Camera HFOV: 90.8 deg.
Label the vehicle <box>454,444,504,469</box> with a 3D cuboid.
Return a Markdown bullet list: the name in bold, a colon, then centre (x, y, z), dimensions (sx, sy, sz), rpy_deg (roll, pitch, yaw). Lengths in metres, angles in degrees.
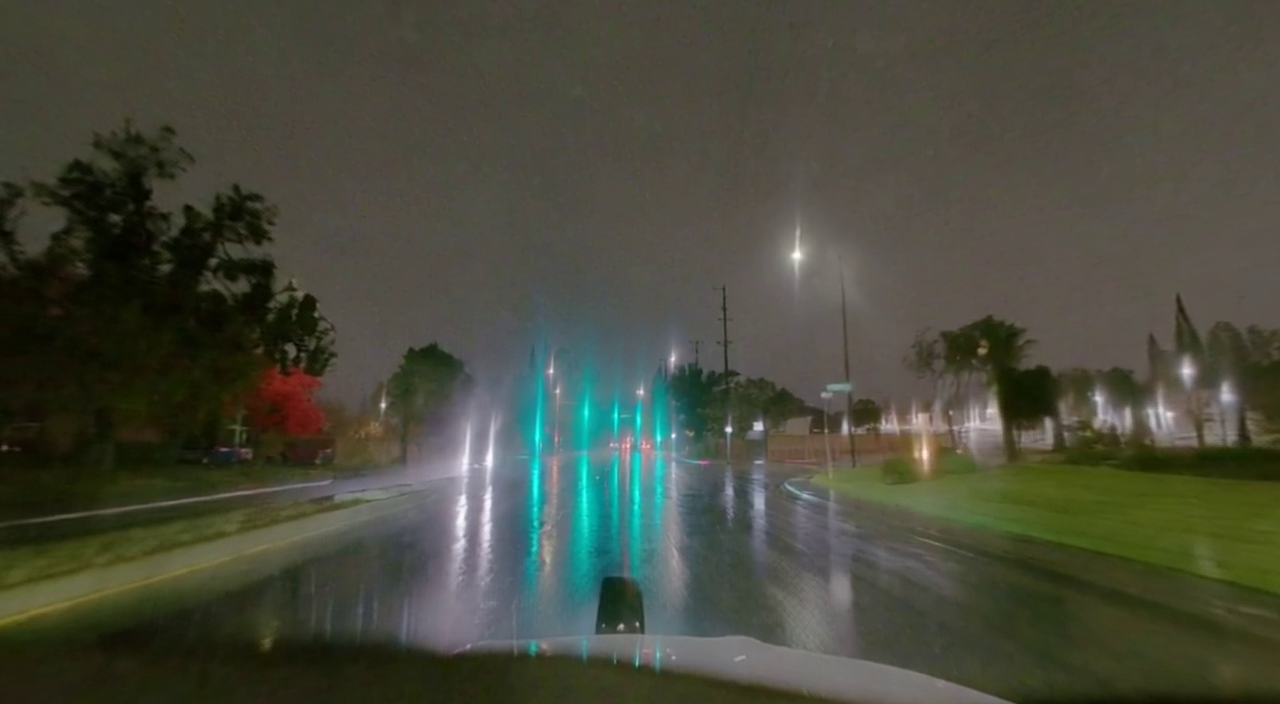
- **vehicle**: centre (-10.495, 6.790, 41.433), dimensions (2.022, 1.536, 4.629), rpy_deg (0, -8, 0)
